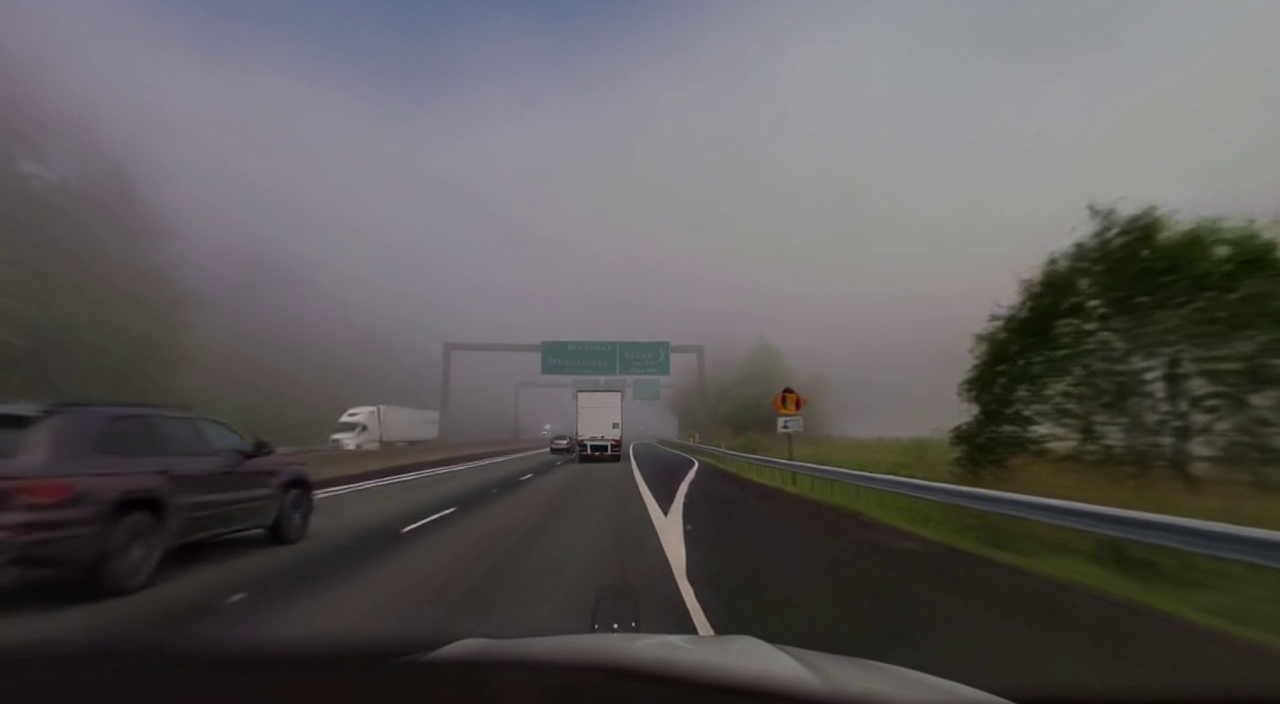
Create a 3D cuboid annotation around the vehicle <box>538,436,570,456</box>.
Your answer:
[{"bbox_3d":[-6.586,7.181,48.421,1.931,1.479,4.083,0,-8,-1],"label":"vehicle"}]

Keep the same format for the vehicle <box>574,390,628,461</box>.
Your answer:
[{"bbox_3d":[-2.187,4.463,37.594,2.855,3.741,8.587,0,-8,-2],"label":"vehicle"}]

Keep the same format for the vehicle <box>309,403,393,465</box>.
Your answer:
[{"bbox_3d":[-19.535,5.599,43.033,2.953,3.896,5.885,0,-8,-1],"label":"vehicle"}]

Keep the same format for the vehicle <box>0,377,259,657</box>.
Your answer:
[{"bbox_3d":[-4.855,1.042,4.166,2.068,1.647,4.321,0,-8,-2],"label":"vehicle"}]
